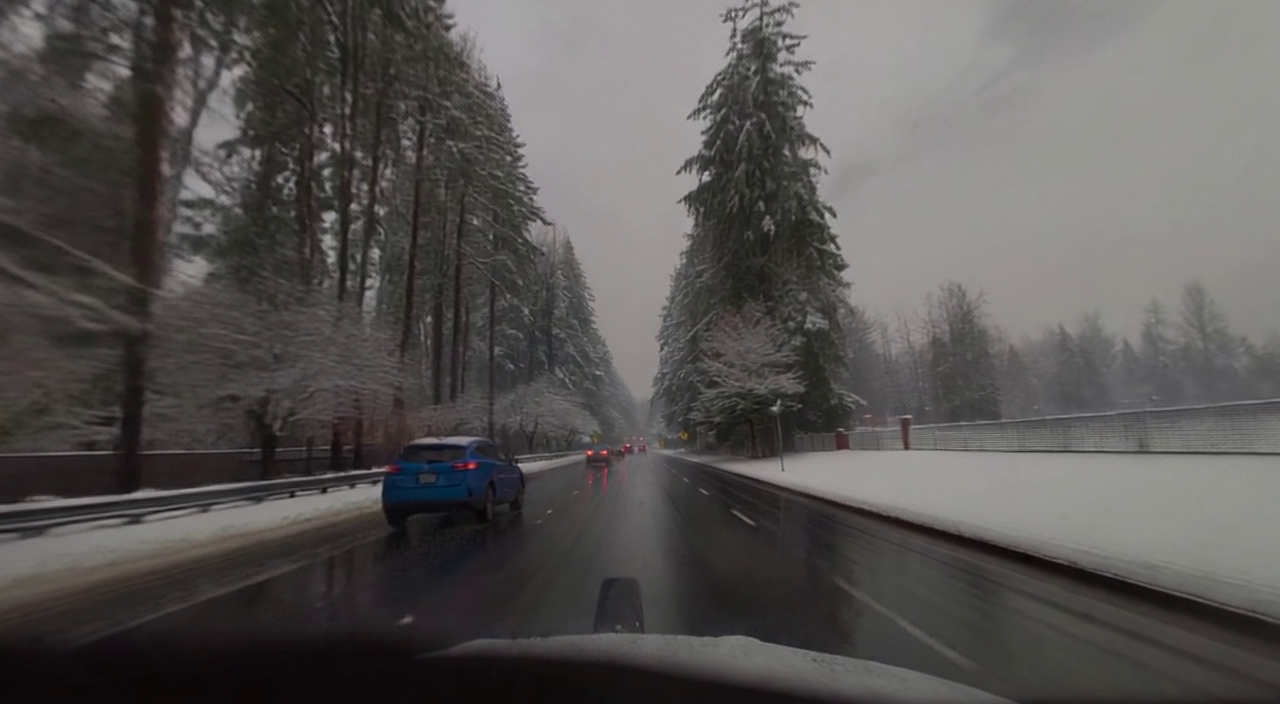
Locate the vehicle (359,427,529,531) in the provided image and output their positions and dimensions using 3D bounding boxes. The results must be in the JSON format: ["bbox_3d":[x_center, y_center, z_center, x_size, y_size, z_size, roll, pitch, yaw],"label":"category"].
[{"bbox_3d":[-3.536,2.375,12.443,1.919,1.650,4.546,0,-9,0],"label":"vehicle"}]

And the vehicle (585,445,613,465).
[{"bbox_3d":[-3.082,7.850,48.255,1.870,1.431,4.317,0,-9,1],"label":"vehicle"}]
